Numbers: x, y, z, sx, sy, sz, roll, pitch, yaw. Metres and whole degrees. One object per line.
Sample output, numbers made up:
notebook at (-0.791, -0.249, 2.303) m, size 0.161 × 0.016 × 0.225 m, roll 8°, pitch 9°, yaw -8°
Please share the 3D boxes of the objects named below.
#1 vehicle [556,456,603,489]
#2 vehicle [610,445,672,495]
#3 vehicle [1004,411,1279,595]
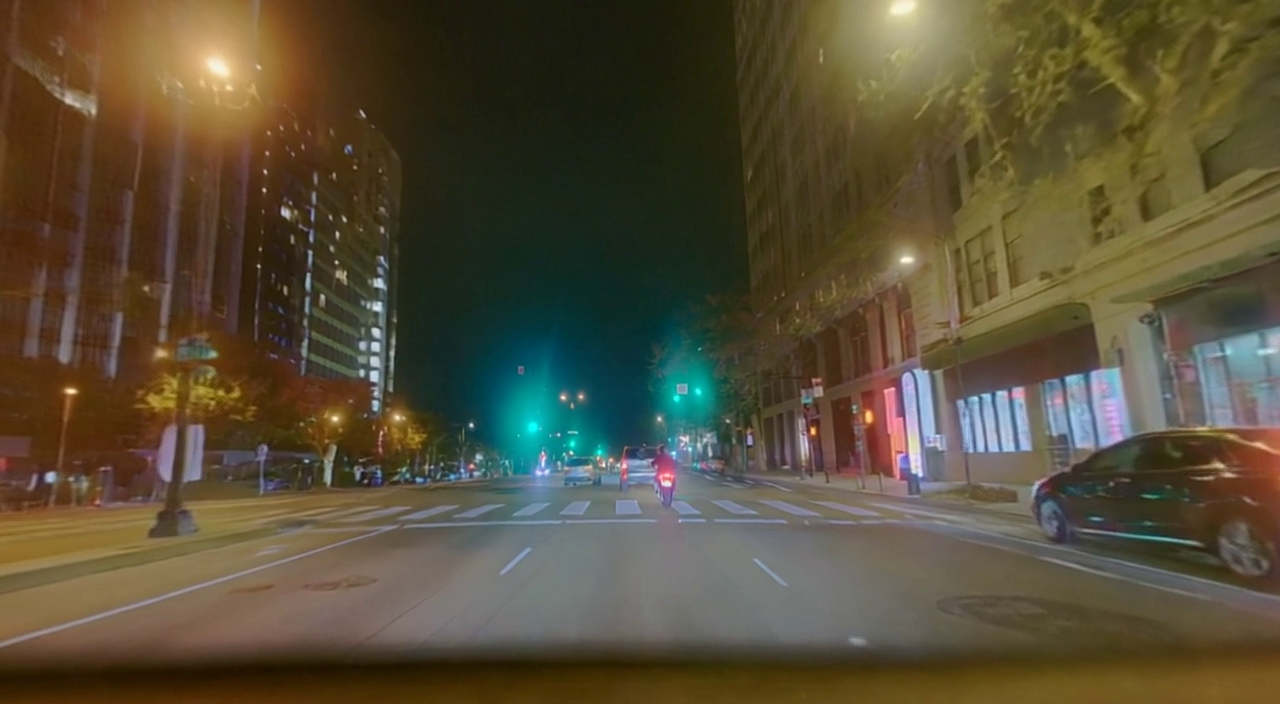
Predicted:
vehicle at (-3.054, 6.184, 32.673) m, size 2.014 × 1.470 × 4.552 m, roll 0°, pitch -9°, yaw 0°
vehicle at (-0.037, 4.539, 24.737) m, size 2.223 × 1.775 × 4.250 m, roll 0°, pitch -8°, yaw -2°
vehicle at (7.164, 1.740, 7.965) m, size 2.018 × 1.772 × 4.968 m, roll 0°, pitch -9°, yaw -2°
